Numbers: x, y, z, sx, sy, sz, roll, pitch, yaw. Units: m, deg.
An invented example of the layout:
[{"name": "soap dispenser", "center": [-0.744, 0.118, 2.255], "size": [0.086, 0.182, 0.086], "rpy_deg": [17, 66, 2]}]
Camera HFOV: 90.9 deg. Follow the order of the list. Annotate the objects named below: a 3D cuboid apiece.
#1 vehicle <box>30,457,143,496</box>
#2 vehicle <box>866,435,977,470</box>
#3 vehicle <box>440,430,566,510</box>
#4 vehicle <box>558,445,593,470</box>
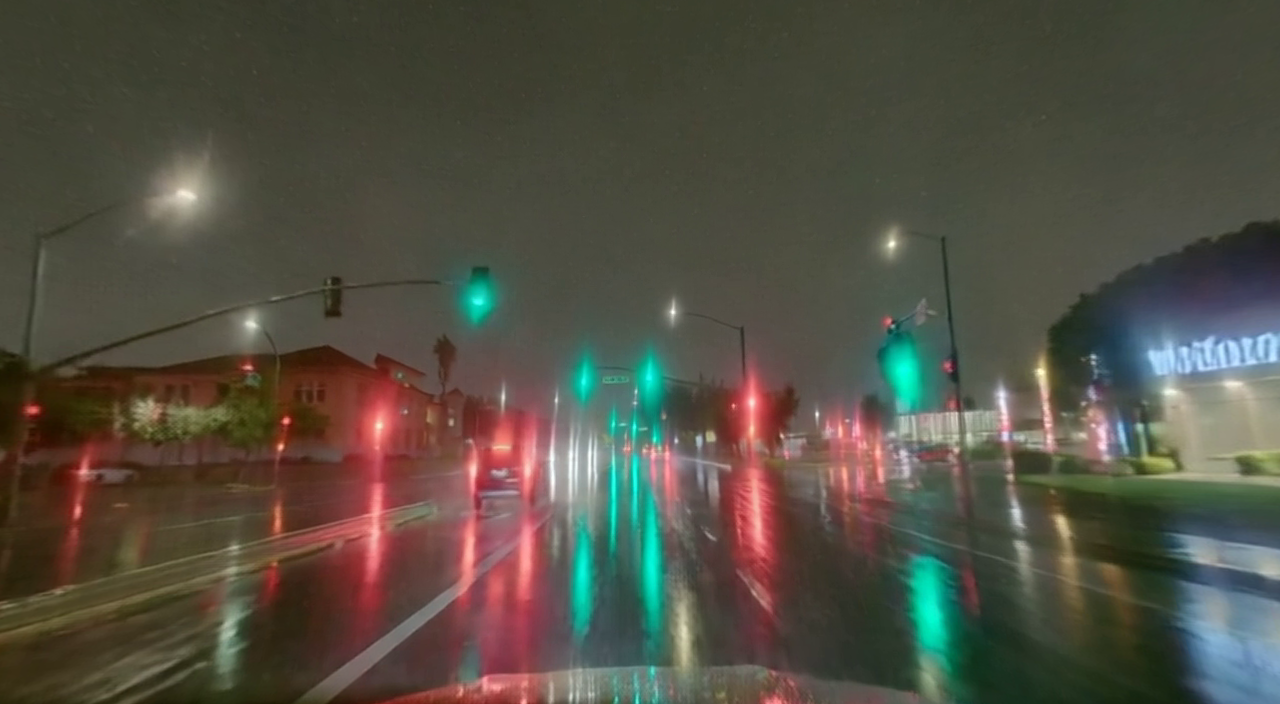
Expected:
[{"name": "vehicle", "center": [-31.902, 7.160, 36.440], "size": [4.582, 1.785, 2.262], "rpy_deg": [-4, -7, 3]}, {"name": "vehicle", "center": [14.174, 5.067, 31.933], "size": [4.634, 1.449, 1.936], "rpy_deg": [-3, -7, -1]}, {"name": "vehicle", "center": [-3.346, 2.984, 16.430], "size": [2.250, 1.791, 4.300], "rpy_deg": [0, -8, 1]}, {"name": "vehicle", "center": [-4.755, 7.816, 46.799], "size": [2.070, 1.481, 4.266], "rpy_deg": [-5, -7, 0]}]
